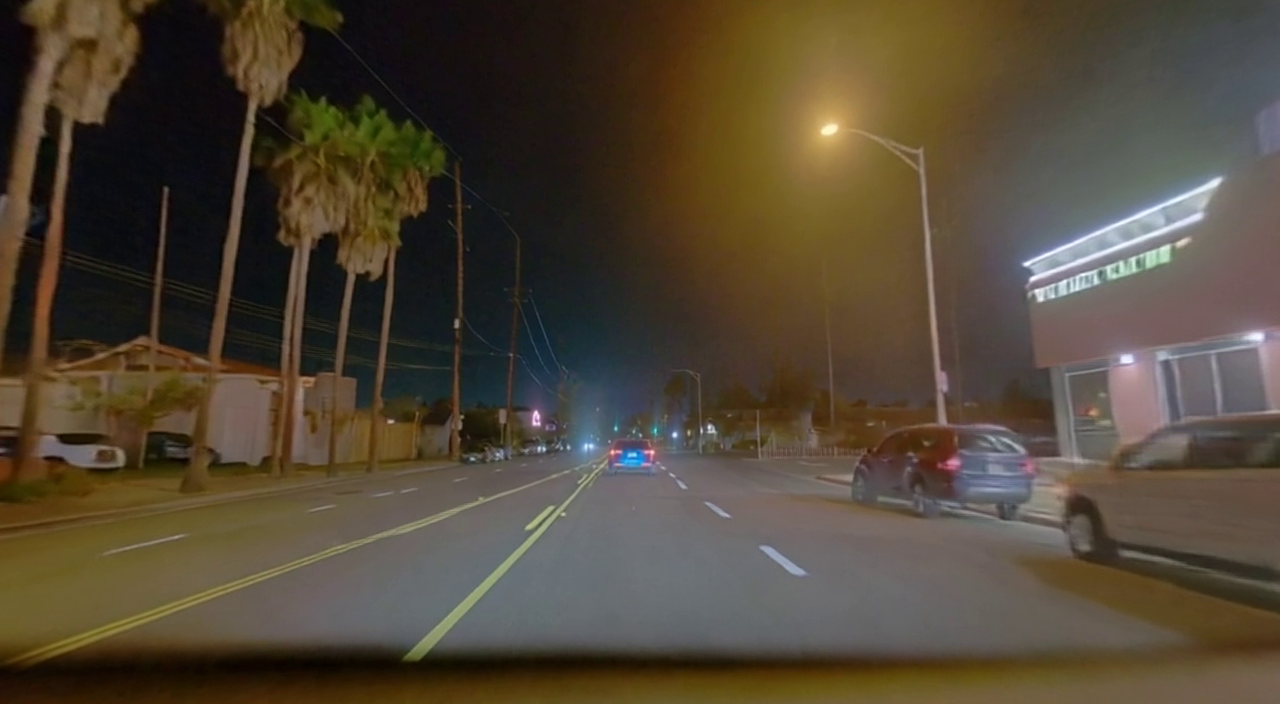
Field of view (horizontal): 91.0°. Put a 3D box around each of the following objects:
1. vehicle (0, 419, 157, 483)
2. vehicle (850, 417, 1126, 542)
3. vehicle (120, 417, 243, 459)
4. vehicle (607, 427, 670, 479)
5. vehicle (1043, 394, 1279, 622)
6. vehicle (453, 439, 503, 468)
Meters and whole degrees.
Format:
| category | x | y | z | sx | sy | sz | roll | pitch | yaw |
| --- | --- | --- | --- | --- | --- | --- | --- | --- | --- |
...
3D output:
| category | x | y | z | sx | sy | sz | roll | pitch | yaw |
| --- | --- | --- | --- | --- | --- | --- | --- | --- | --- |
| vehicle | -17.513 | 2.995 | 19.249 | 2.084 | 1.678 | 4.707 | 0 | -8 | -6 |
| vehicle | 6.002 | 2.248 | 11.908 | 2.153 | 1.801 | 5.163 | 0 | -8 | -1 |
| vehicle | -20.784 | 3.916 | 28.651 | 1.911 | 1.762 | 4.127 | -8 | -11 | 43 |
| vehicle | -0.105 | 3.928 | 24.770 | 2.264 | 1.798 | 4.563 | 0 | -8 | -1 |
| vehicle | 6.050 | 1.323 | 5.594 | 1.945 | 1.791 | 4.460 | 0 | -8 | 0 |
| vehicle | -10.382 | 6.509 | 40.687 | 2.075 | 1.693 | 4.696 | 0 | -8 | -1 |
